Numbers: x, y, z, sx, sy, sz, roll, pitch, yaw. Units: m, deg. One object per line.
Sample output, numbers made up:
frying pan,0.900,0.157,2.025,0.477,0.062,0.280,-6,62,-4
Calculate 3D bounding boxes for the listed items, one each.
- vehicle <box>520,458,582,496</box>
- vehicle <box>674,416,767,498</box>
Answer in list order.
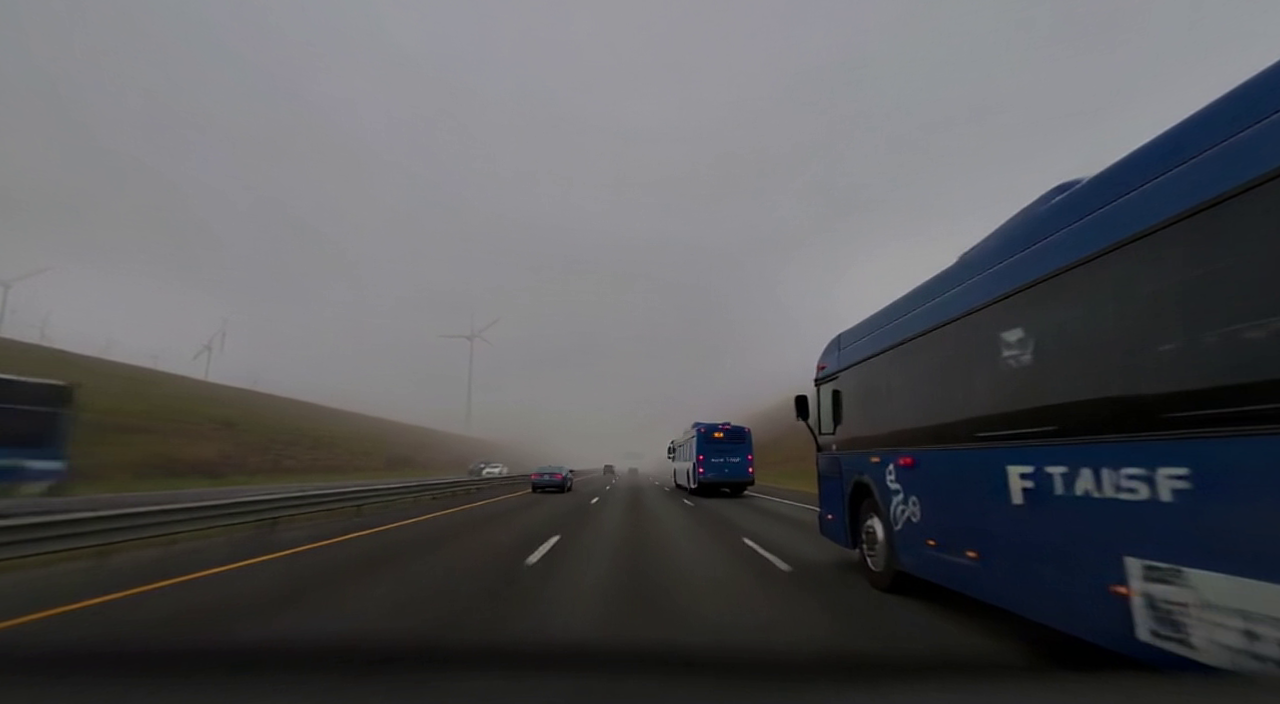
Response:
vehicle,-3.963,5.677,28.756,2.213,1.568,4.274,1,-10,0
vehicle,3.985,5.985,35.413,2.941,3.574,14.463,1,-10,-1
